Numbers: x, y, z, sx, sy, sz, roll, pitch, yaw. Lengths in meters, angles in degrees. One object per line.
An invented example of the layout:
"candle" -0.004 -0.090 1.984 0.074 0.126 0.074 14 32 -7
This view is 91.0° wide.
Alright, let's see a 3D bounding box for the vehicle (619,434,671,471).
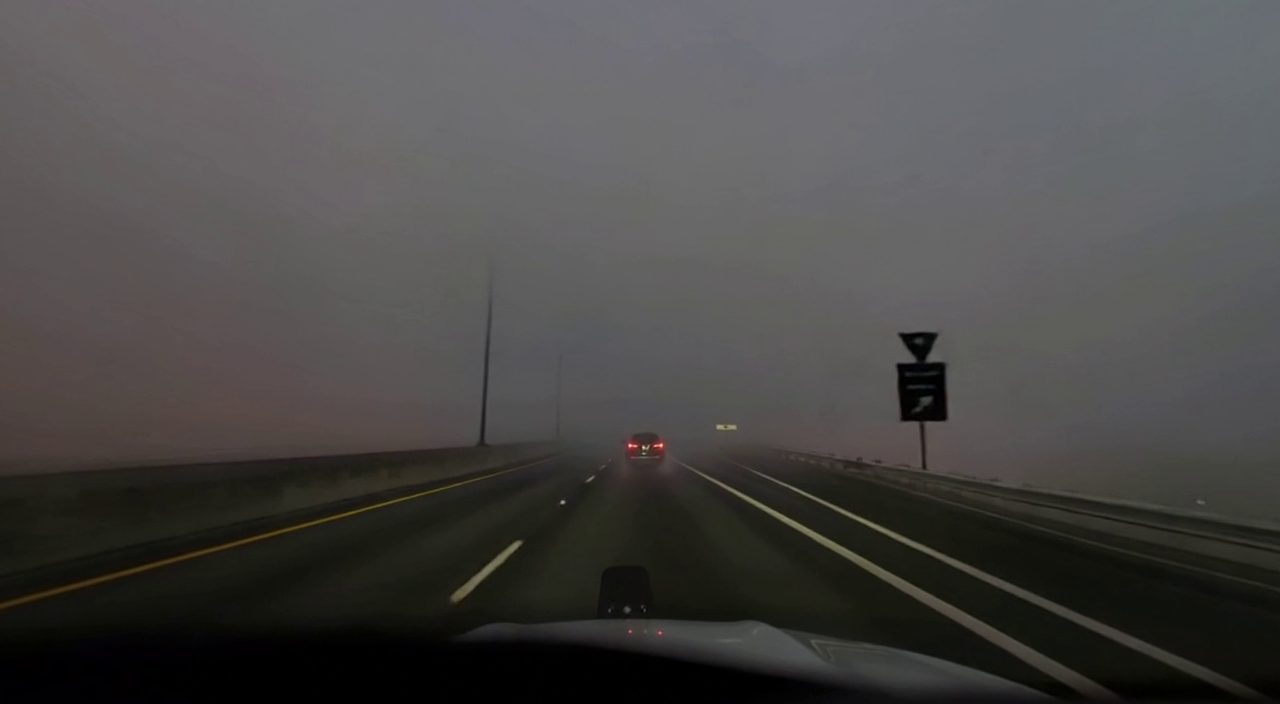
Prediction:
"vehicle" 0.215 4.446 28.019 2.130 1.512 4.057 0 -8 0
